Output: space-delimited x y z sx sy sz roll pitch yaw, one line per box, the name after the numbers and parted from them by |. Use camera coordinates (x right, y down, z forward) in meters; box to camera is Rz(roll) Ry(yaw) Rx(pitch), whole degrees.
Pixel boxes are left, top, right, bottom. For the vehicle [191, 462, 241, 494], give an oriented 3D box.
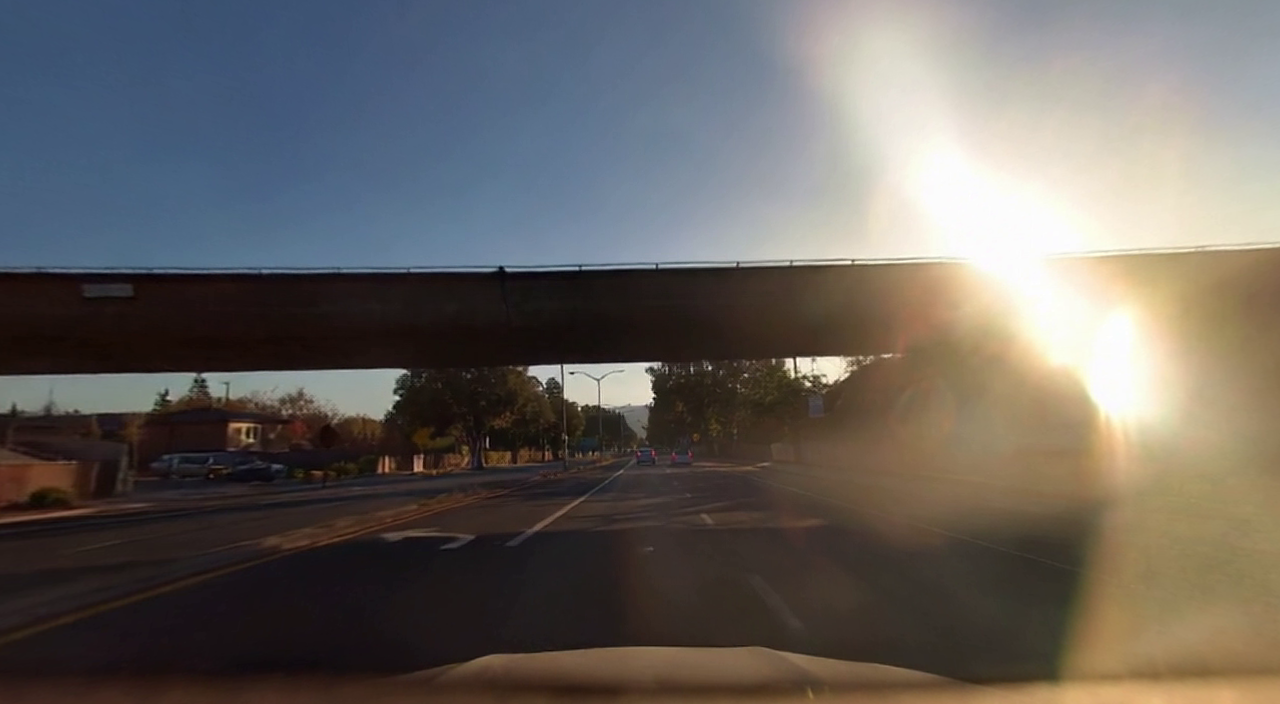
-25.640 7.598 38.249 1.847 1.698 4.345 4 -10 -26 | vehicle
